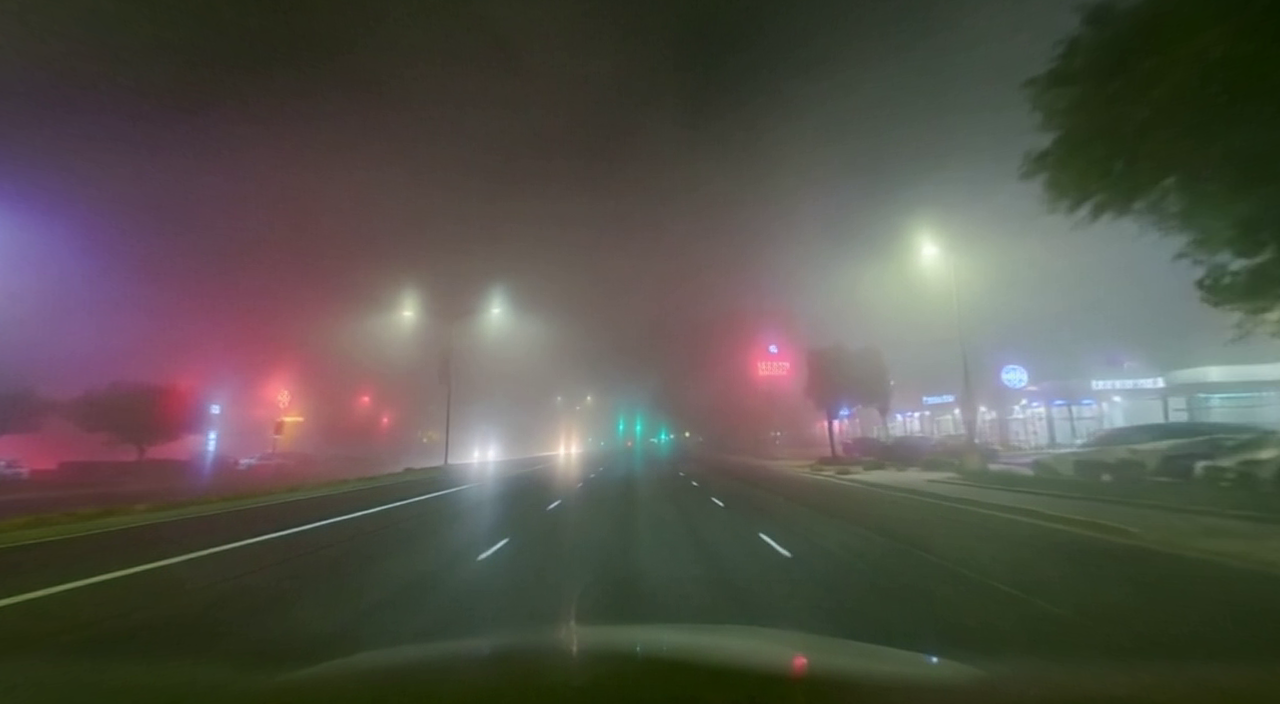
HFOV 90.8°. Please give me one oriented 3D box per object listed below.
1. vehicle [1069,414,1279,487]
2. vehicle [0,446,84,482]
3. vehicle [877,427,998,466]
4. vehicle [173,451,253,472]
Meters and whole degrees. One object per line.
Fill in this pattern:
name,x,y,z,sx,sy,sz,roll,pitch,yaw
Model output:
vehicle,14.337,2.496,16.160,5.134,1.732,2.047,0,-8,0
vehicle,-30.722,5.556,31.495,4.189,1.678,1.887,0,-8,1
vehicle,13.377,4.279,28.568,4.386,1.570,2.043,-1,-9,-2
vehicle,-31.301,8.007,46.393,4.593,1.433,1.711,0,-8,-1
